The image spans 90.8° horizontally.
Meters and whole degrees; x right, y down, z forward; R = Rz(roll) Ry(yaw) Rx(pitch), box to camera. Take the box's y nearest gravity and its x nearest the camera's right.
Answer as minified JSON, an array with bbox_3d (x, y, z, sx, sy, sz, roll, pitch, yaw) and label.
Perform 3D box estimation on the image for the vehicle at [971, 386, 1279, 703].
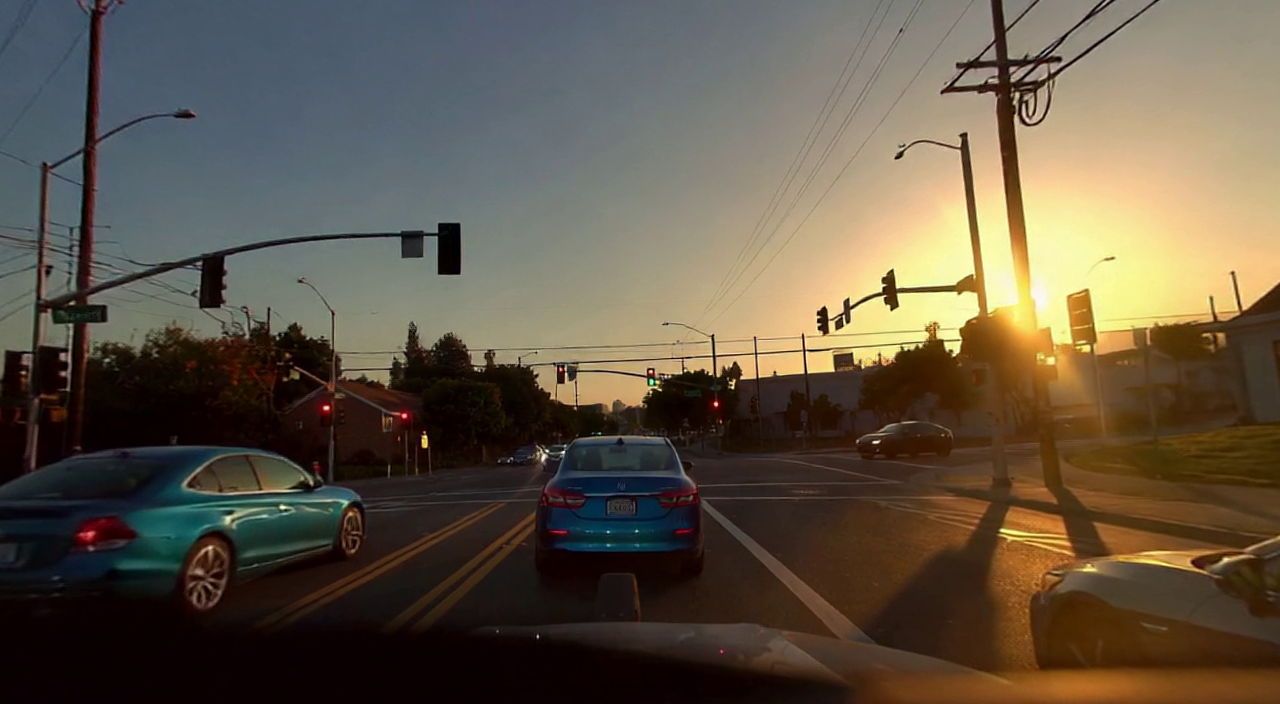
[{"bbox_3d":[2.921,0.848,1.866,1.860,1.494,3.707,0,-8,0],"label":"vehicle"}]

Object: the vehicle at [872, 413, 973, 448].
[{"bbox_3d":[15.116,4.239,33.990,4.431,1.555,1.886,-4,-9,2],"label":"vehicle"}]

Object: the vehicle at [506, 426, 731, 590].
[{"bbox_3d":[-0.222,1.749,7.972,2.061,1.485,4.196,0,-8,-1],"label":"vehicle"}]

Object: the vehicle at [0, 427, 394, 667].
[{"bbox_3d":[-4.384,1.551,6.212,2.106,1.492,4.312,0,-8,1],"label":"vehicle"}]
